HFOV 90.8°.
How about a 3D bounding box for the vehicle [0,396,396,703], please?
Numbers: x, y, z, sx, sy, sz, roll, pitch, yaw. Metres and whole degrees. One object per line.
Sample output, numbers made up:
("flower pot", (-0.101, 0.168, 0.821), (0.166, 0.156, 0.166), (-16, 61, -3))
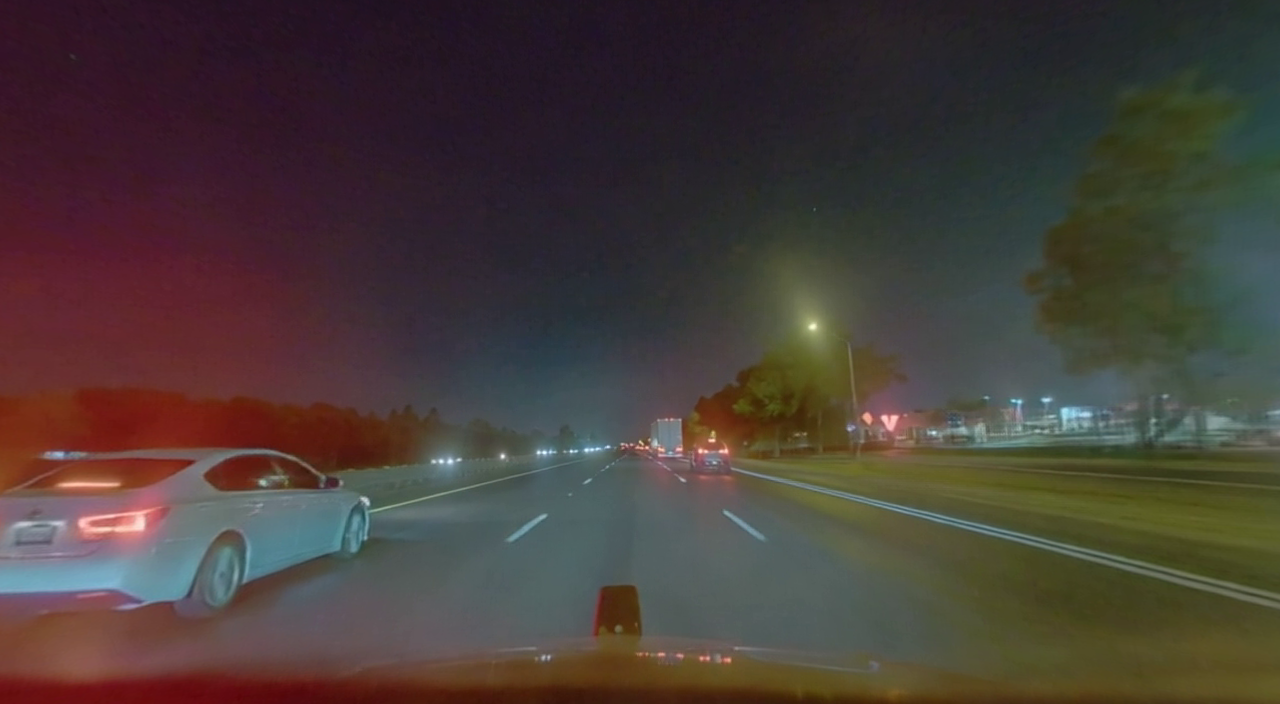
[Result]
("vehicle", (-4.074, 1.379, 5.613), (1.903, 1.607, 4.770), (0, -8, 0))

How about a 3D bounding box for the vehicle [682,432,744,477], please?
("vehicle", (3.040, 4.391, 27.357), (2.065, 1.760, 4.488), (0, -8, -1))
